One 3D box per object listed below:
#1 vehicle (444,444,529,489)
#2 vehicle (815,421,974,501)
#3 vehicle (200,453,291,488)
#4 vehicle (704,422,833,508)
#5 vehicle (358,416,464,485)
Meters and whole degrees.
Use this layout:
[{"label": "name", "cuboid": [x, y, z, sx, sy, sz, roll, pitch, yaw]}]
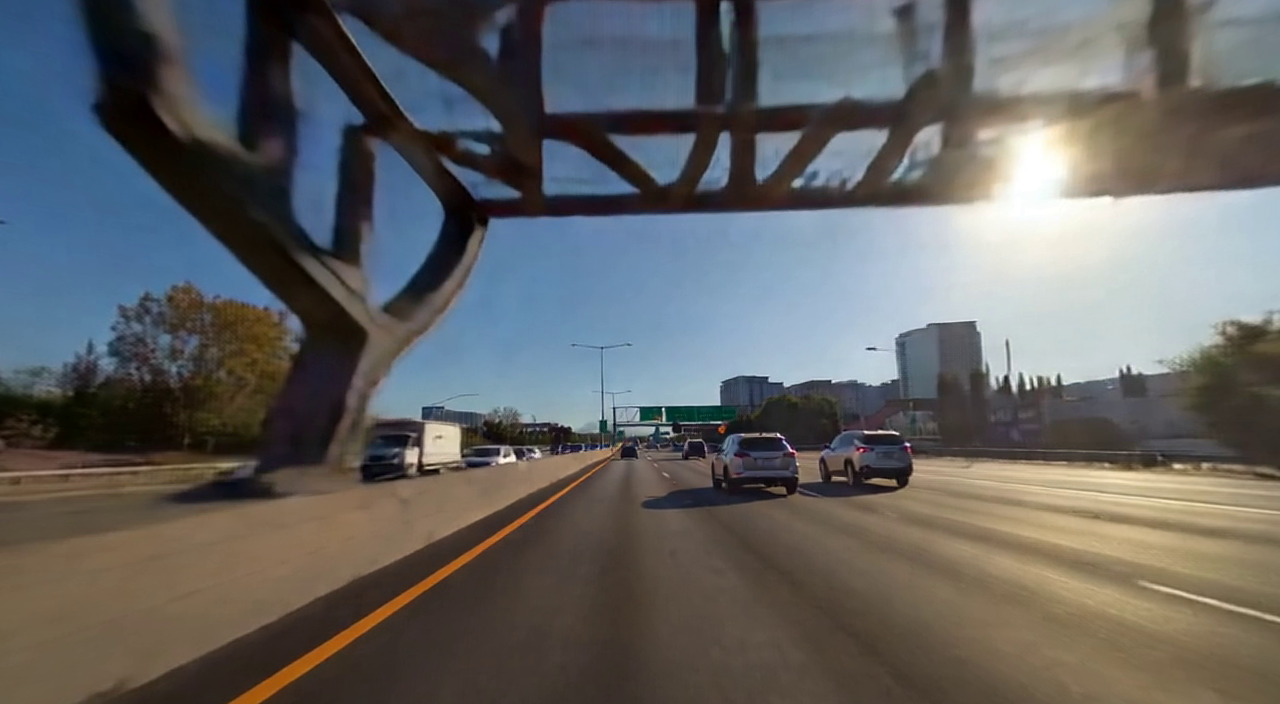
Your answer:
[{"label": "vehicle", "cuboid": [-5.604, 4.229, 23.727, 2.026, 1.474, 4.578, 0, -9, 0]}, {"label": "vehicle", "cuboid": [6.488, 2.844, 16.901, 2.040, 1.801, 4.959, 0, -9, -2]}, {"label": "vehicle", "cuboid": [-20.670, 6.201, 33.370, 1.957, 1.674, 4.417, 0, -9, 0]}, {"label": "vehicle", "cuboid": [2.826, 2.613, 14.976, 2.059, 1.711, 4.302, 0, -9, -1]}, {"label": "vehicle", "cuboid": [-10.078, 4.444, 28.595, 2.307, 2.726, 6.596, 0, -9, 0]}]
